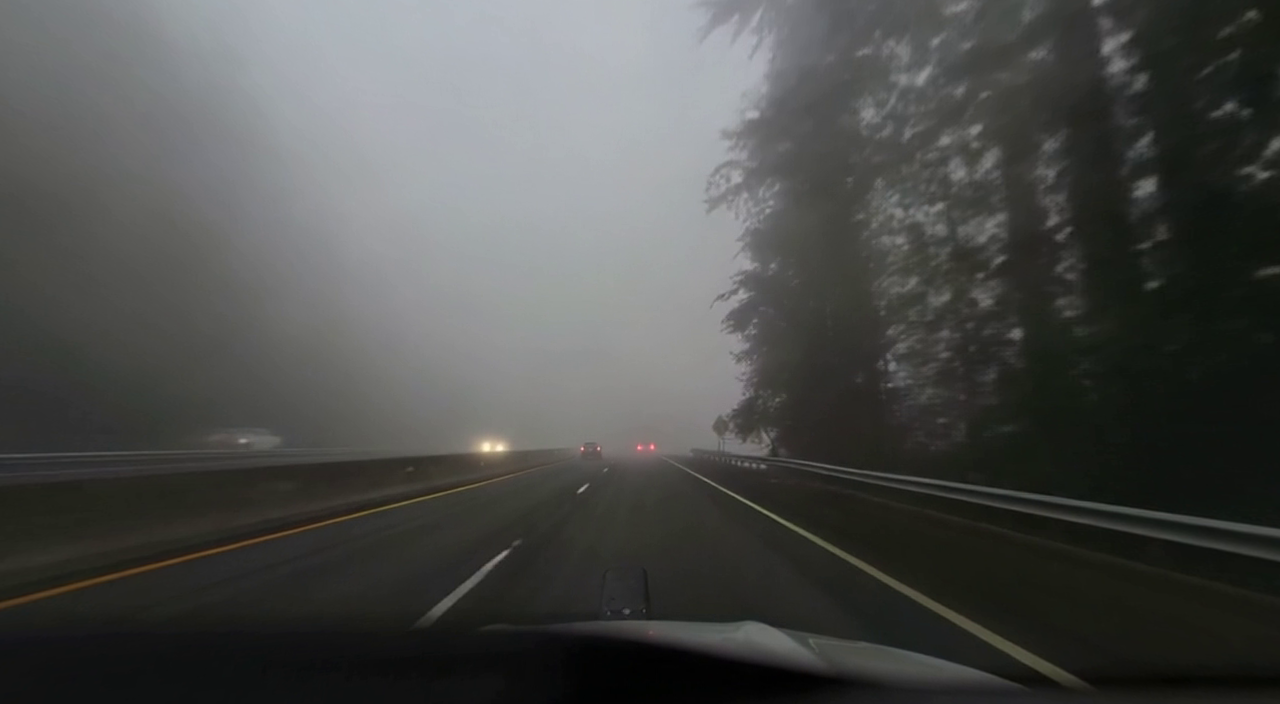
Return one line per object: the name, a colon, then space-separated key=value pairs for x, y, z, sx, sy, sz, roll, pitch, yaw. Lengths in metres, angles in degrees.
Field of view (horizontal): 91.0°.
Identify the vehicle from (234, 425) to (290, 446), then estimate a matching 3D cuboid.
vehicle: x=-29.655 y=6.608 z=49.508 sx=1.844 sy=1.582 sz=4.193 roll=0 pitch=-8 yaw=-2
